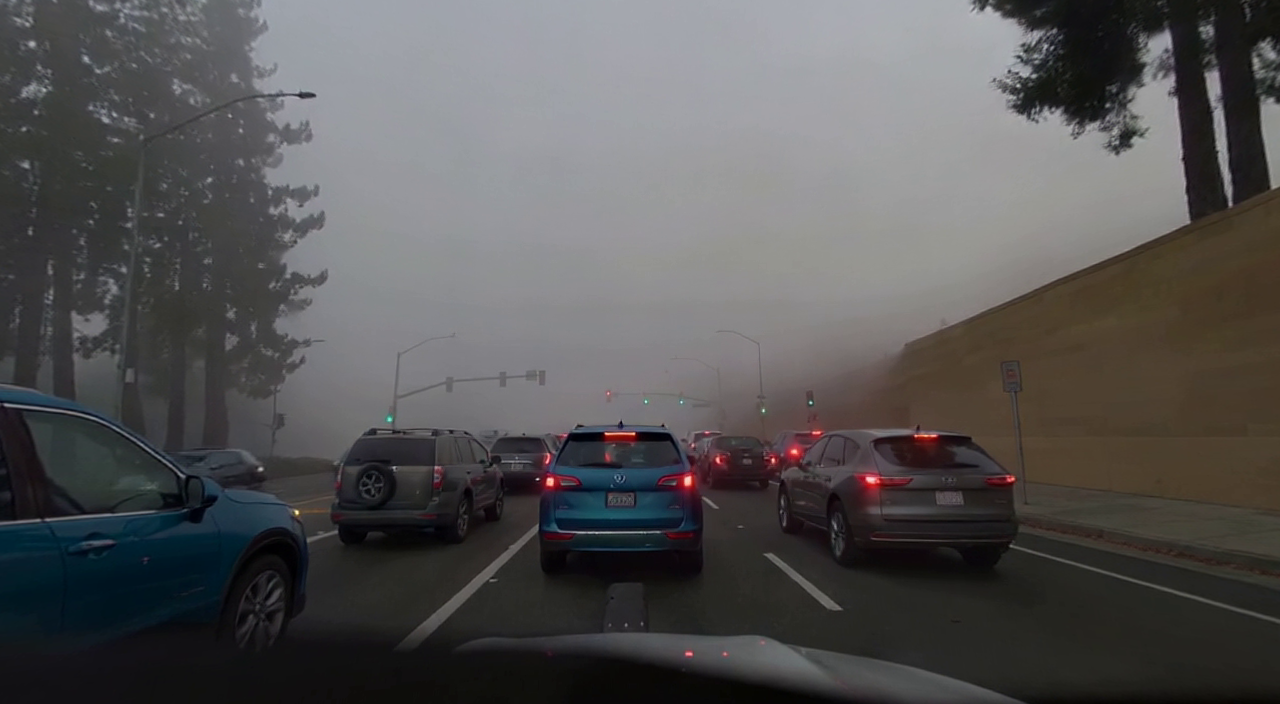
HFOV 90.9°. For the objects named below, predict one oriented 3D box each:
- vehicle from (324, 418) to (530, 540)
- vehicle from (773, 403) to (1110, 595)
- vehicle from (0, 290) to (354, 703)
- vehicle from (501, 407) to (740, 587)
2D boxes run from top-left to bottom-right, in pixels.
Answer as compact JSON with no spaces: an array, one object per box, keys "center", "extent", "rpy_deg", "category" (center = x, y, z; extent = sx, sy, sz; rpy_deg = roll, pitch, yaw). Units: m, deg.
[{"center":[-3.502,2.183,11.530],"extent":[2.067,1.759,4.631],"rpy_deg":[0,-8,1],"category":"vehicle"},{"center":[3.142,1.620,7.819],"extent":[2.029,1.702,4.281],"rpy_deg":[0,-8,0],"category":"vehicle"},{"center":[-3.515,0.827,3.118],"extent":[2.070,1.913,4.450],"rpy_deg":[0,-8,0],"category":"vehicle"},{"center":[-0.155,1.659,7.974],"extent":[2.245,1.677,3.913],"rpy_deg":[0,-8,1],"category":"vehicle"}]
